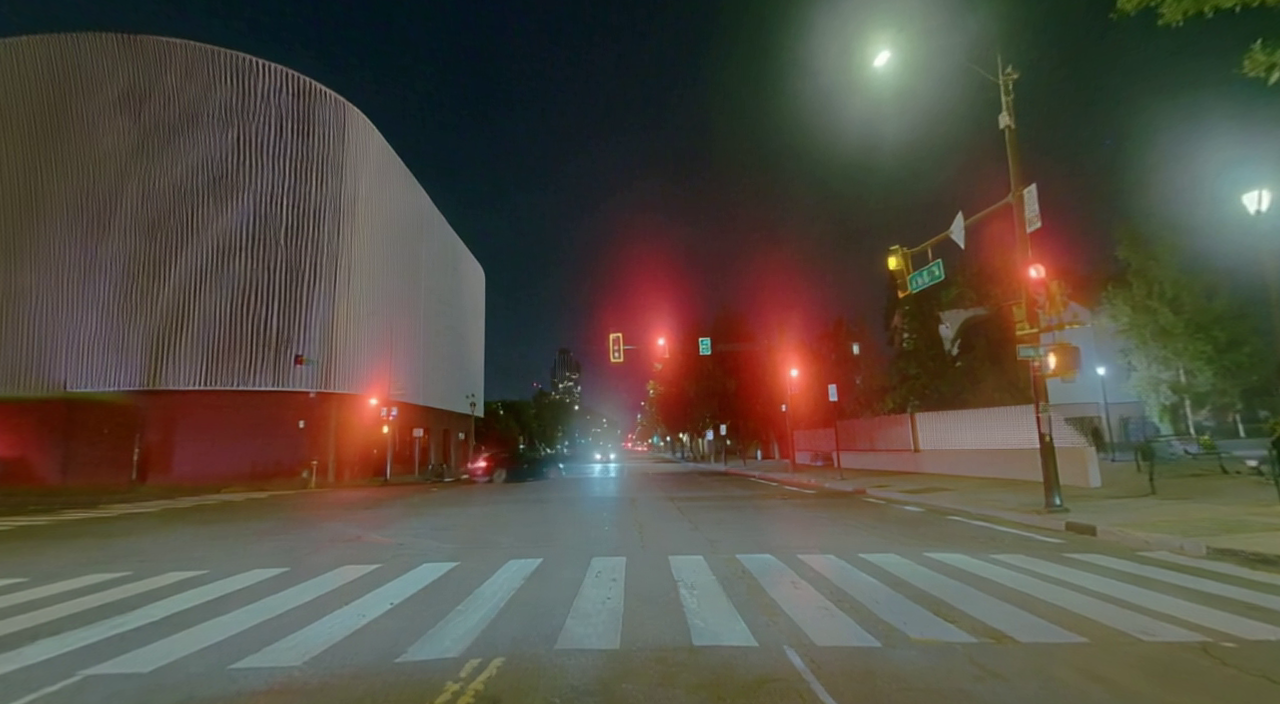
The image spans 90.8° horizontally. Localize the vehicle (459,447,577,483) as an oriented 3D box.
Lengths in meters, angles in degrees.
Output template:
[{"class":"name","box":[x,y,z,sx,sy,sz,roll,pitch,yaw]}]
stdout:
[{"class":"vehicle","box":[-5.342,4.973,28.199,2.088,1.452,4.833,-8,-12,43]}]
